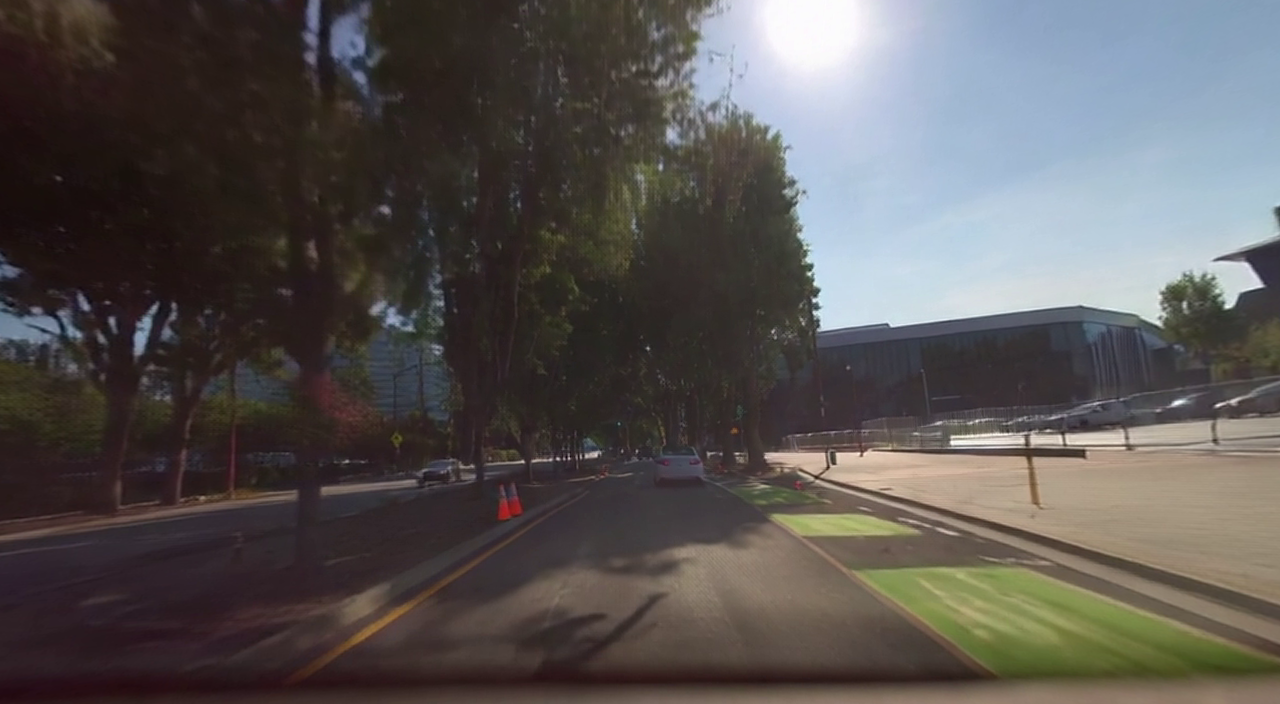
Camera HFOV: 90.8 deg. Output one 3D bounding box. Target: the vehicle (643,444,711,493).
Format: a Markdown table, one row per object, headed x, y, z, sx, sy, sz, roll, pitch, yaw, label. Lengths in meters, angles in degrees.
| x | y | z | sx | sy | sz | roll | pitch | yaw | label |
| --- | --- | --- | --- | --- | --- | --- | --- | --- | --- |
| 1.170 | 4.009 | 22.086 | 2.114 | 1.493 | 4.430 | 0 | -9 | 0 | vehicle |

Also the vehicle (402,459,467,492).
| x | y | z | sx | sy | sz | roll | pitch | yaw | label |
| --- | --- | --- | --- | --- | --- | --- | --- | --- | --- |
| -10.427 | 6.284 | 32.460 | 2.010 | 1.487 | 4.427 | 0 | -9 | -2 | vehicle |
